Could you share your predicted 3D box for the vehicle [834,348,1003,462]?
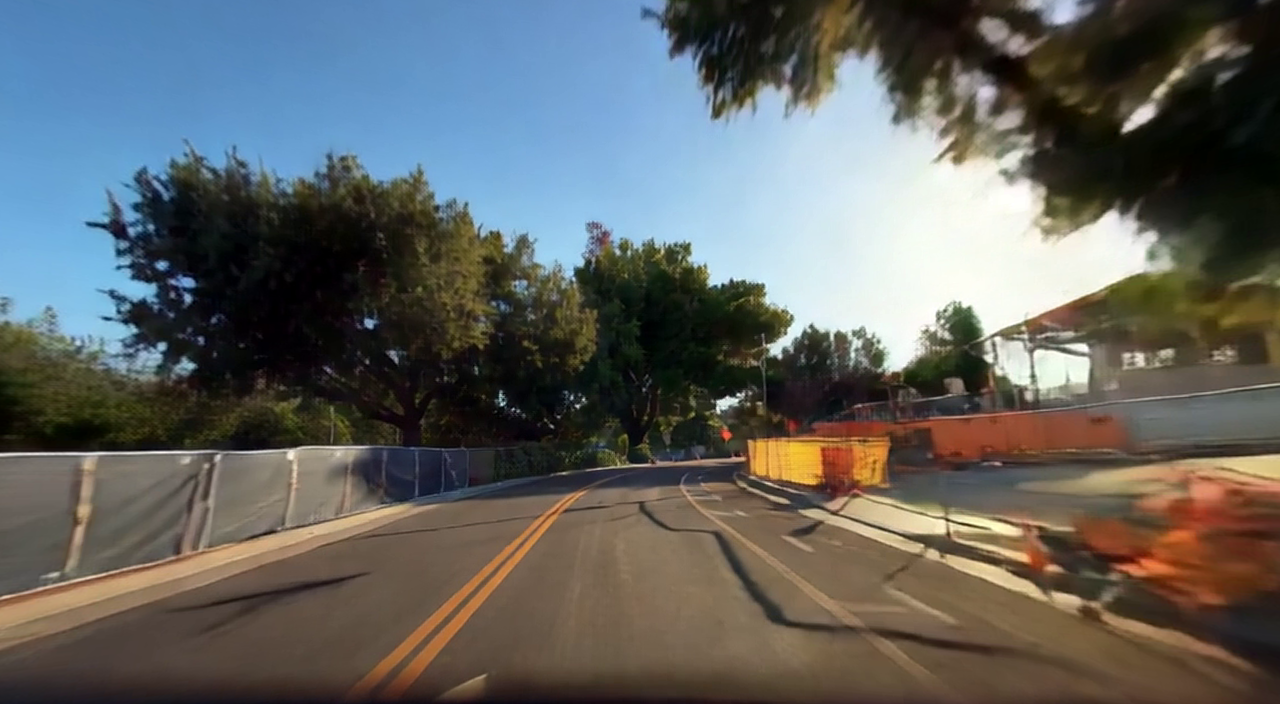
[{"bbox_3d":[10.667,2.485,25.879,2.984,3.691,10.409,-2,-9,5],"label":"vehicle"}]
